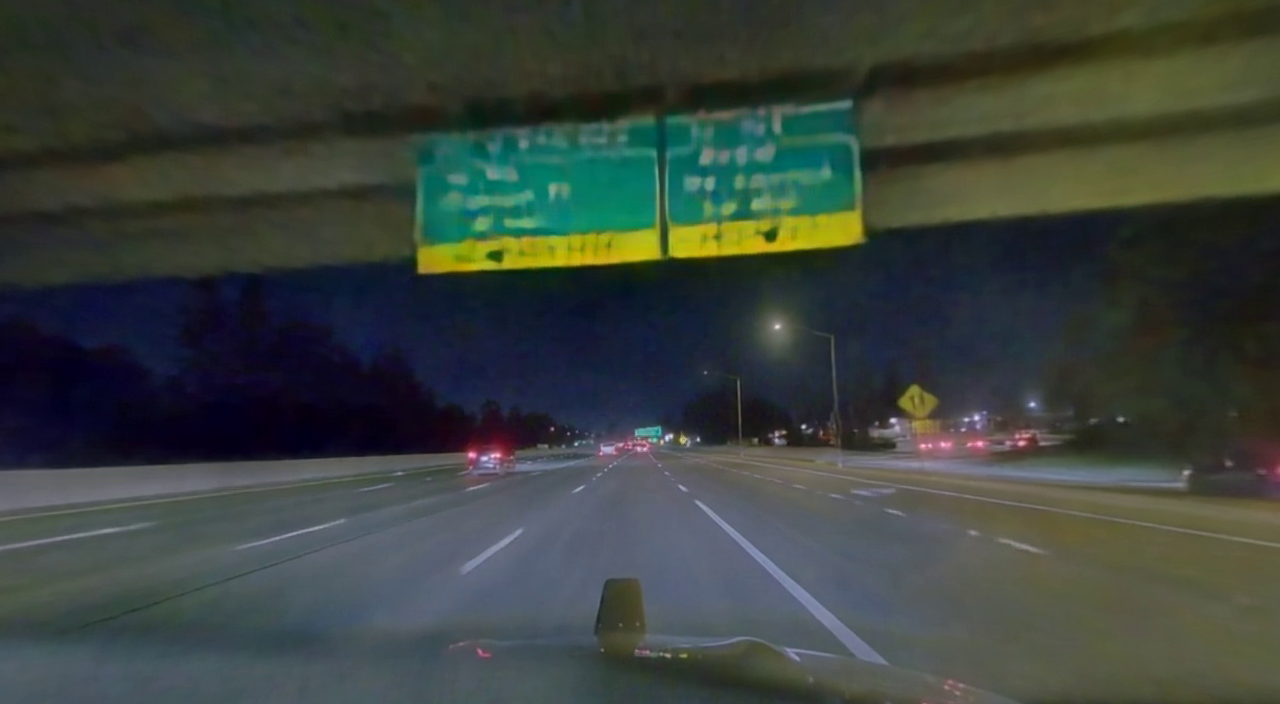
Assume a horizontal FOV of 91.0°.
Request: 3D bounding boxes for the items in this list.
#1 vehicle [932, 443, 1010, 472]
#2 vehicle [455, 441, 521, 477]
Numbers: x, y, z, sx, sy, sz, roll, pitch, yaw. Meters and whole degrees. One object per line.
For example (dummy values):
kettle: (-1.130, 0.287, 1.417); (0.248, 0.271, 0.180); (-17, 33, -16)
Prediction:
vehicle: (18.670, 5.958, 35.808); (1.989, 1.529, 4.791); (0, -9, 2)
vehicle: (-6.967, 4.935, 29.297); (1.985, 1.513, 4.172); (0, -9, 1)
